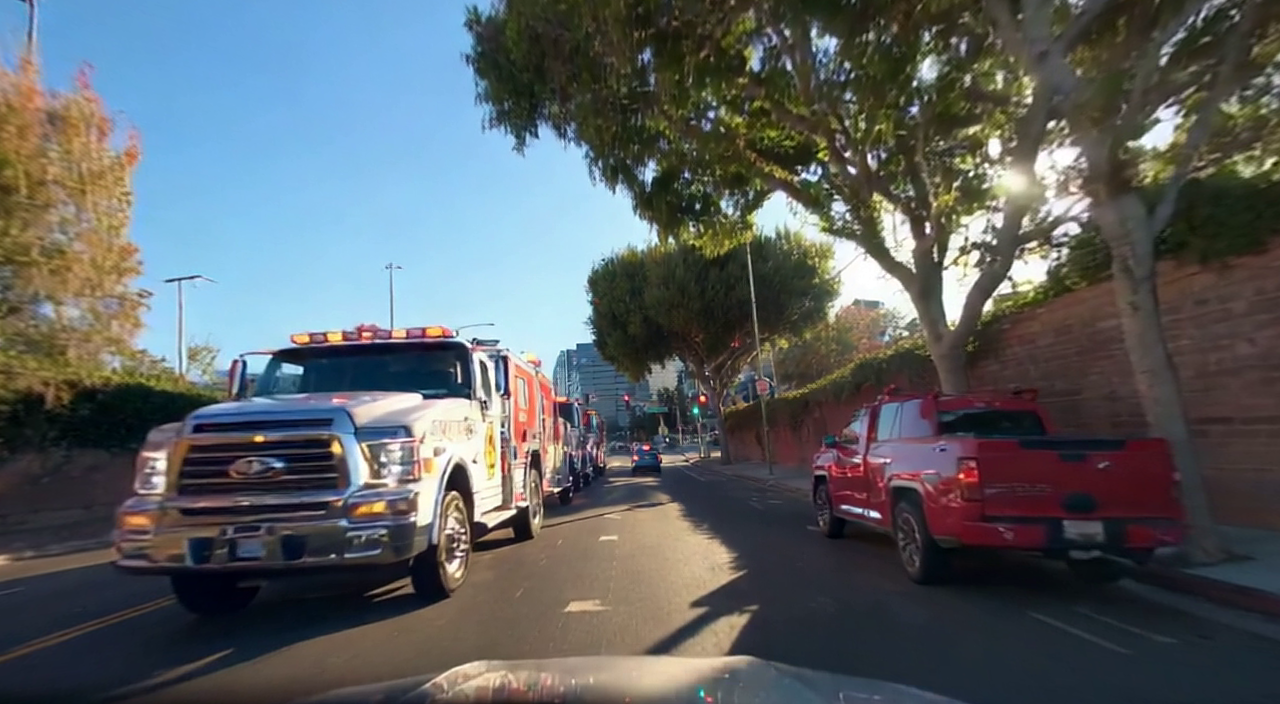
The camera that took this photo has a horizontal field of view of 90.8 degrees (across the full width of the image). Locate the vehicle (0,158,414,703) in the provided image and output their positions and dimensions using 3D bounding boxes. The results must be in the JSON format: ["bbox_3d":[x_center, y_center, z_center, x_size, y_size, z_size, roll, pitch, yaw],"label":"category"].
[{"bbox_3d":[-2.798,0.590,1.816,2.458,2.027,4.831,0,-9,0],"label":"vehicle"}]

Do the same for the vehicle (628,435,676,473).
[{"bbox_3d":[0.550,5.410,33.712,2.332,1.831,4.930,0,-8,-2],"label":"vehicle"}]

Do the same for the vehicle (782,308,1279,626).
[{"bbox_3d":[4.027,1.237,7.523,3.411,2.429,5.271,0,-9,0],"label":"vehicle"}]
